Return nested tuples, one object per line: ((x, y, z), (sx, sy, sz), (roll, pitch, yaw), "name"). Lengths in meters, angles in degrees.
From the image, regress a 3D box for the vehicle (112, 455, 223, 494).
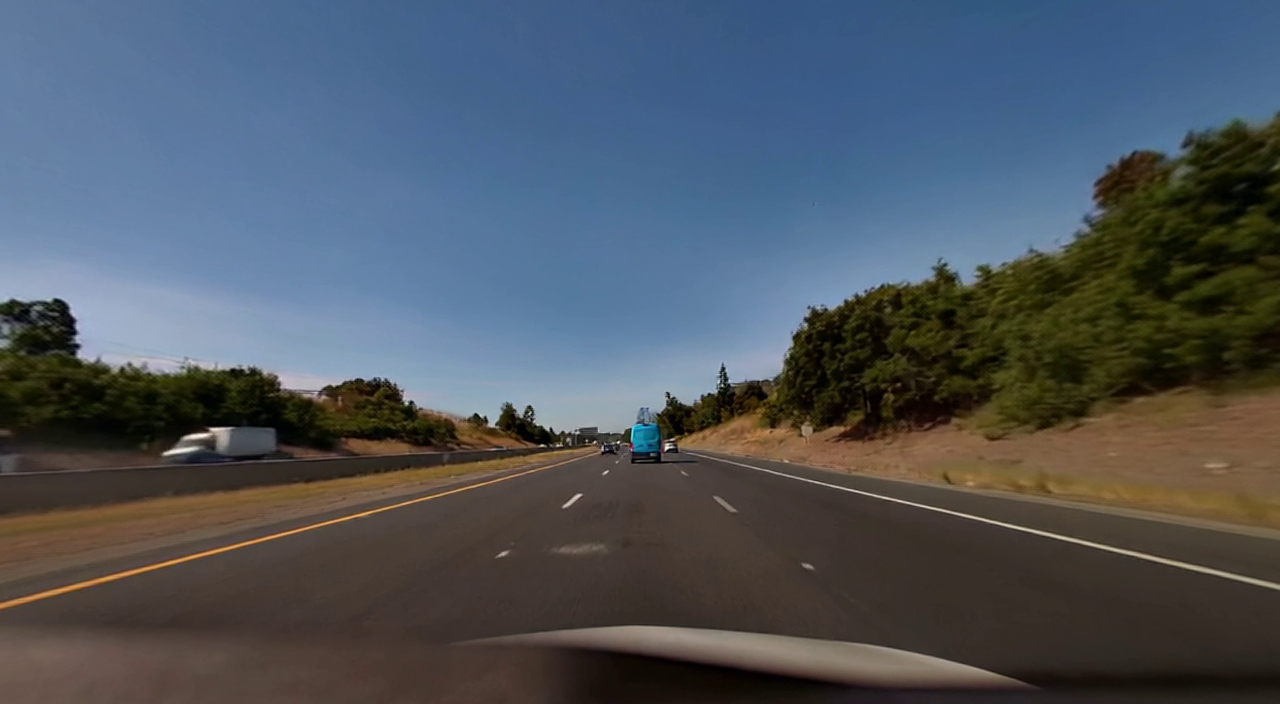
((-19.967, 5.163, 26.790), (1.729, 1.462, 3.824), (0, -8, 0), "vehicle")

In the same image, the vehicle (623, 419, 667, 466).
((0.267, 5.223, 36.273), (2.329, 2.483, 5.428), (0, -8, 0), "vehicle")
